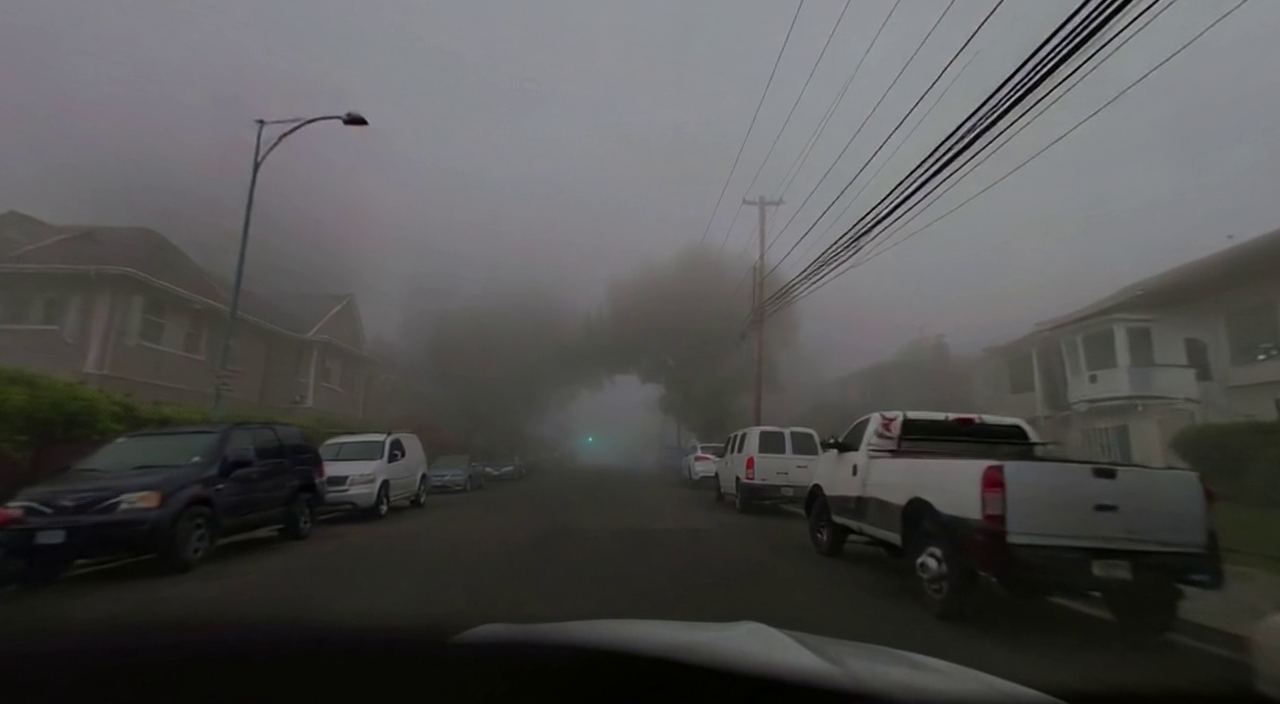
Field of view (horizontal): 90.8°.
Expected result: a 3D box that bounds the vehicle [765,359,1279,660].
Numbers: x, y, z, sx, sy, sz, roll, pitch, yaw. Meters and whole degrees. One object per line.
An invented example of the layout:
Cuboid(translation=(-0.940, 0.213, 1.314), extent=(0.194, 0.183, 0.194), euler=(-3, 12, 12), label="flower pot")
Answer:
Cuboid(translation=(3.211, 1.466, 7.138), extent=(2.237, 2.071, 5.332), euler=(0, -8, -3), label="vehicle")

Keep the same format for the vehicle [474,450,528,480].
Cuboid(translation=(-6.955, 5.669, 32.061), extent=(1.958, 1.359, 4.357), euler=(0, -8, -3), label="vehicle")

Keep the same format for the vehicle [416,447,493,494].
Cuboid(translation=(-6.650, 4.265, 23.201), extent=(1.866, 1.474, 4.753), euler=(1, -8, -6), label="vehicle")

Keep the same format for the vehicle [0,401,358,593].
Cuboid(translation=(-6.009, 1.818, 8.830), extent=(2.034, 1.923, 4.713), euler=(0, -8, -1), label="vehicle")

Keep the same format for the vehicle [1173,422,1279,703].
Cuboid(translation=(3.883, 0.839, 1.177), extent=(1.990, 1.521, 4.153), euler=(0, -8, -3), label="vehicle")
